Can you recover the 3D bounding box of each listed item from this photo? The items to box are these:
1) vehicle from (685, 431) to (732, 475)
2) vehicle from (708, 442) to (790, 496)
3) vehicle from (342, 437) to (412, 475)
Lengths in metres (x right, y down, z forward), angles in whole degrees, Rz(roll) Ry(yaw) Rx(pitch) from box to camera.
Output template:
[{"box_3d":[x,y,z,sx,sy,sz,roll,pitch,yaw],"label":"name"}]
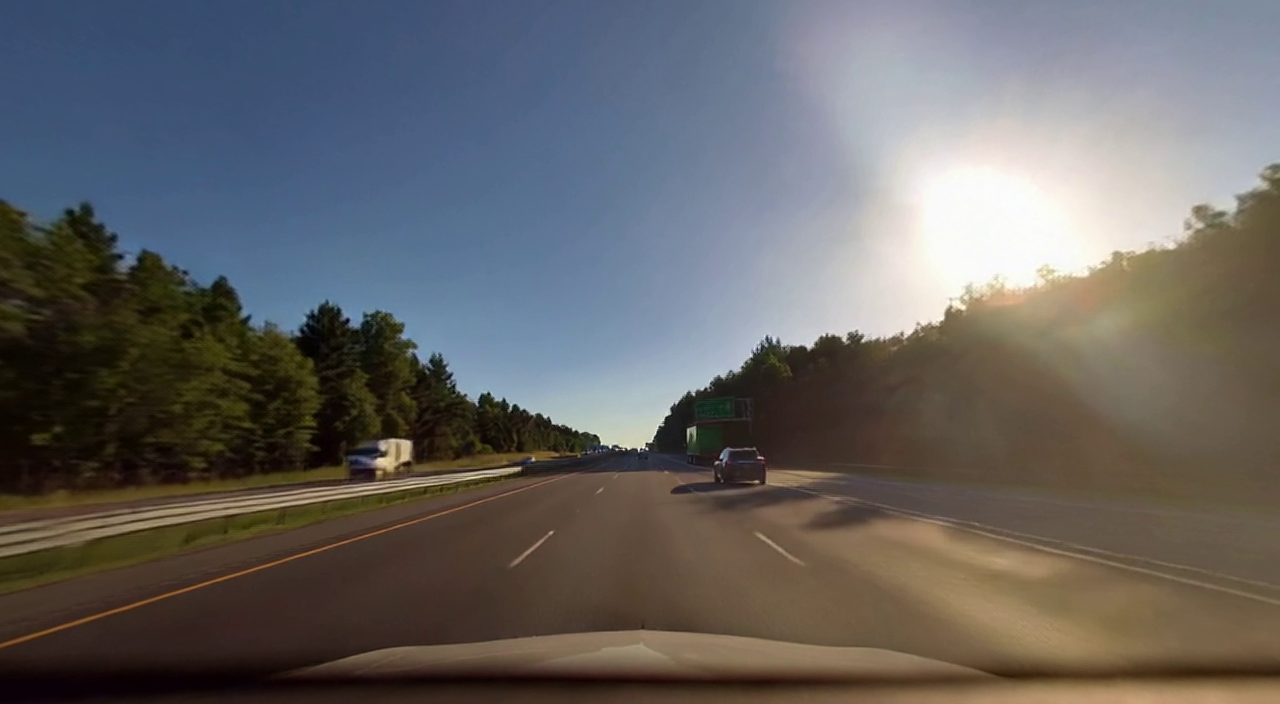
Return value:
[{"box_3d":[4.276,6.453,40.451,2.300,2.564,5.643,0,-9,-1],"label":"vehicle"},{"box_3d":[3.532,3.879,21.246,2.019,1.601,3.953,0,-9,0],"label":"vehicle"},{"box_3d":[-18.572,7.390,44.951,2.474,2.513,5.438,-1,-9,1],"label":"vehicle"}]
